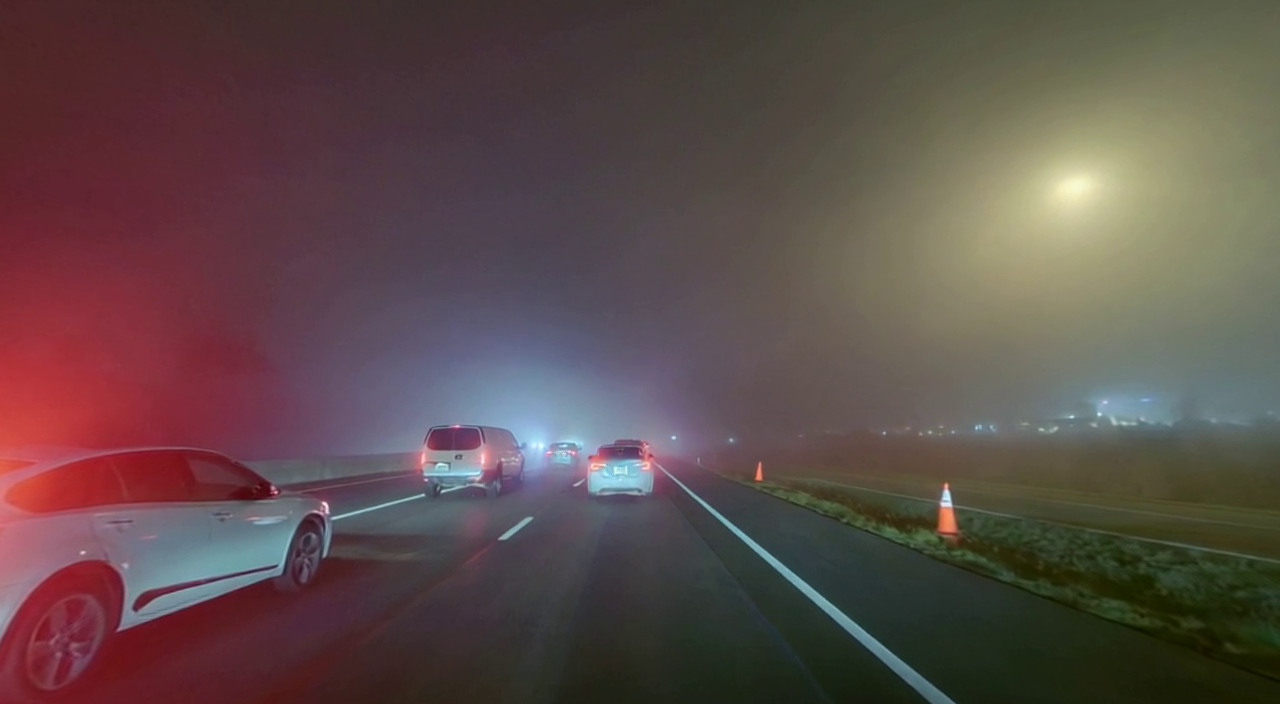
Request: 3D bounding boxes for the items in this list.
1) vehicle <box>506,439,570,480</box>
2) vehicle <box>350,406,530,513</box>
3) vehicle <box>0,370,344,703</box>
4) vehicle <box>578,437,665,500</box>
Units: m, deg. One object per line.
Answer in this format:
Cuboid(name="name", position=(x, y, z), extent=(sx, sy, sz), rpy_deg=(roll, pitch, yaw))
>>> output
Cuboid(name="vehicle", position=(-3.931, 4.214, 24.988), extent=(1.824, 1.459, 4.007), rpy_deg=(0, -9, 0))
Cuboid(name="vehicle", position=(-4.279, 2.458, 14.857), extent=(2.324, 2.012, 5.740), rpy_deg=(0, -9, 0))
Cuboid(name="vehicle", position=(-3.779, 1.010, 3.531), extent=(2.041, 1.604, 4.384), rpy_deg=(0, -9, 1))
Cuboid(name="vehicle", position=(-0.463, 3.080, 17.126), extent=(2.069, 1.484, 3.918), rpy_deg=(0, -9, -1))
